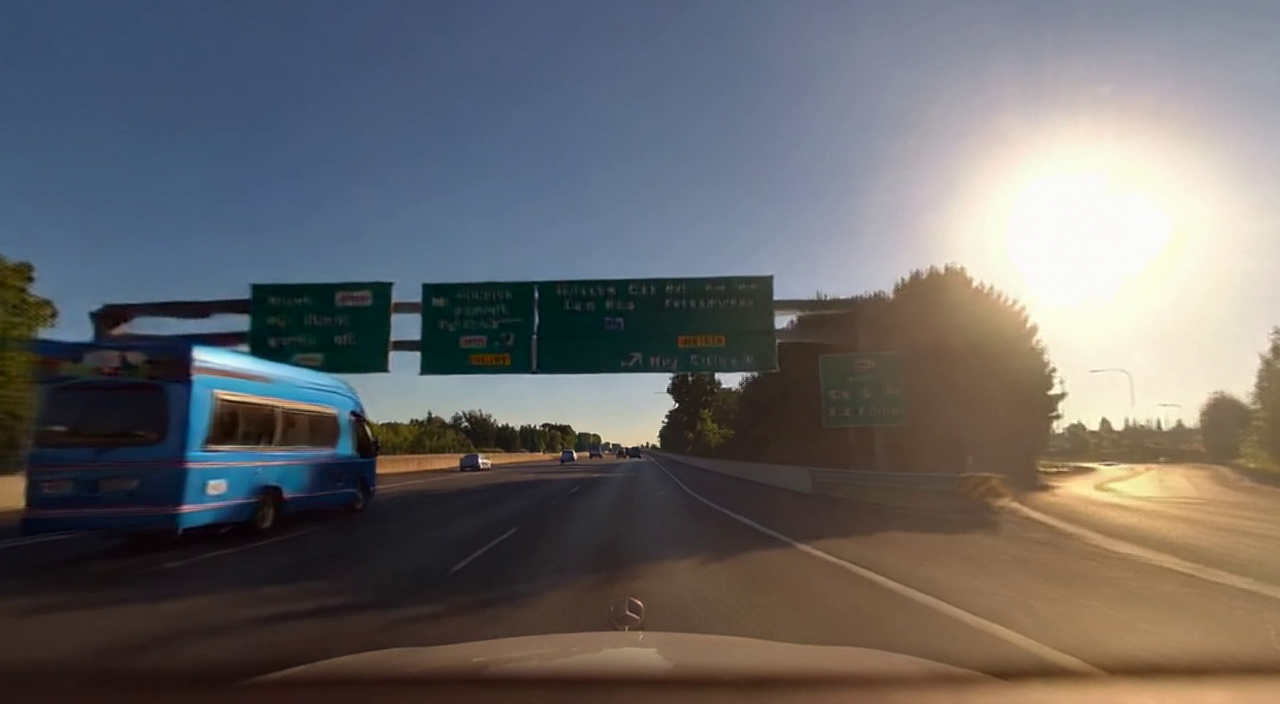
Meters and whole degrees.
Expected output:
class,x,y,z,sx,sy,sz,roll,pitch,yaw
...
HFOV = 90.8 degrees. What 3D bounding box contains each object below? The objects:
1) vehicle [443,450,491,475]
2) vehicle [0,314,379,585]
class,x,y,z,sx,sy,sz,roll,pitch,yaw
vehicle,-11.413,7.284,41.869,1.981,1.503,4.207,0,-9,1
vehicle,-7.376,1.580,10.582,2.747,2.934,7.411,0,-9,0
